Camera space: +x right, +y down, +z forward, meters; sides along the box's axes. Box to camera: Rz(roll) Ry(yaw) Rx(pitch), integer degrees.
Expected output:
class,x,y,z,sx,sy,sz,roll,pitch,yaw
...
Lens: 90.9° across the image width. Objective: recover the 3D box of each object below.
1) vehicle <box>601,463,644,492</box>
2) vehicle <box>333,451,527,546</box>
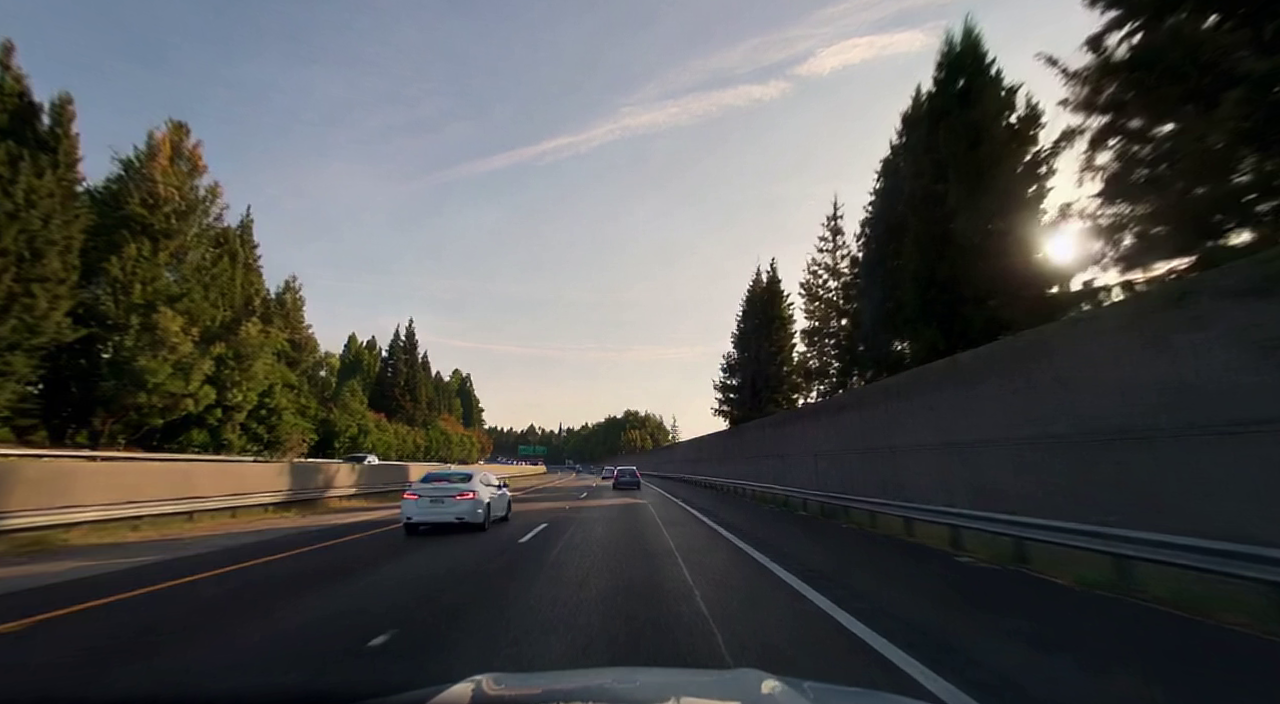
class,x,y,z,sx,sy,sz,roll,pitch,yaw
vehicle,-0.979,7.388,37.277,2.363,1.526,4.687,1,-11,0
vehicle,-3.897,2.859,12.811,2.310,1.521,4.731,1,-11,0
